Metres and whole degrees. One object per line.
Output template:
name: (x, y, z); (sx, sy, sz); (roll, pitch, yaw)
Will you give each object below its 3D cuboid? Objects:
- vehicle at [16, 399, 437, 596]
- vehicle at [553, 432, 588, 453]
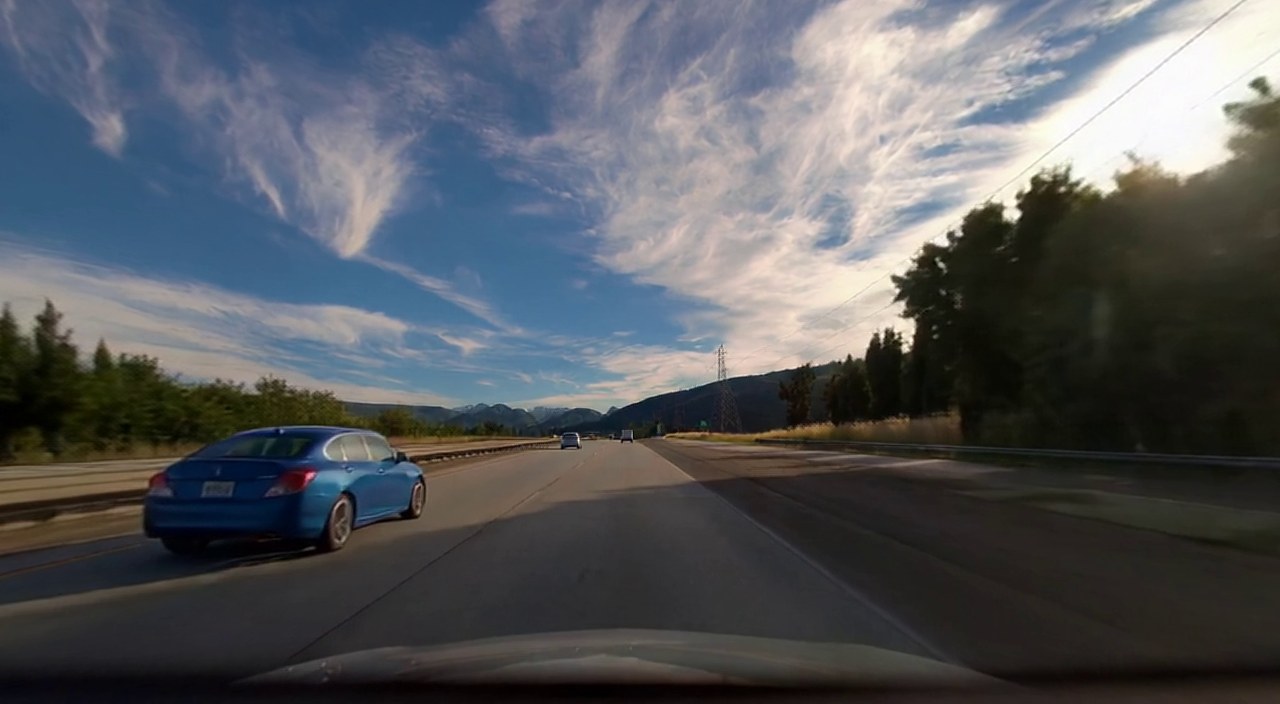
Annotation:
vehicle: (-4.050, 1.463, 7.294); (2.023, 1.580, 4.259); (0, -8, -1)
vehicle: (-5.060, 6.674, 46.456); (2.080, 1.478, 4.347); (0, -8, 0)
